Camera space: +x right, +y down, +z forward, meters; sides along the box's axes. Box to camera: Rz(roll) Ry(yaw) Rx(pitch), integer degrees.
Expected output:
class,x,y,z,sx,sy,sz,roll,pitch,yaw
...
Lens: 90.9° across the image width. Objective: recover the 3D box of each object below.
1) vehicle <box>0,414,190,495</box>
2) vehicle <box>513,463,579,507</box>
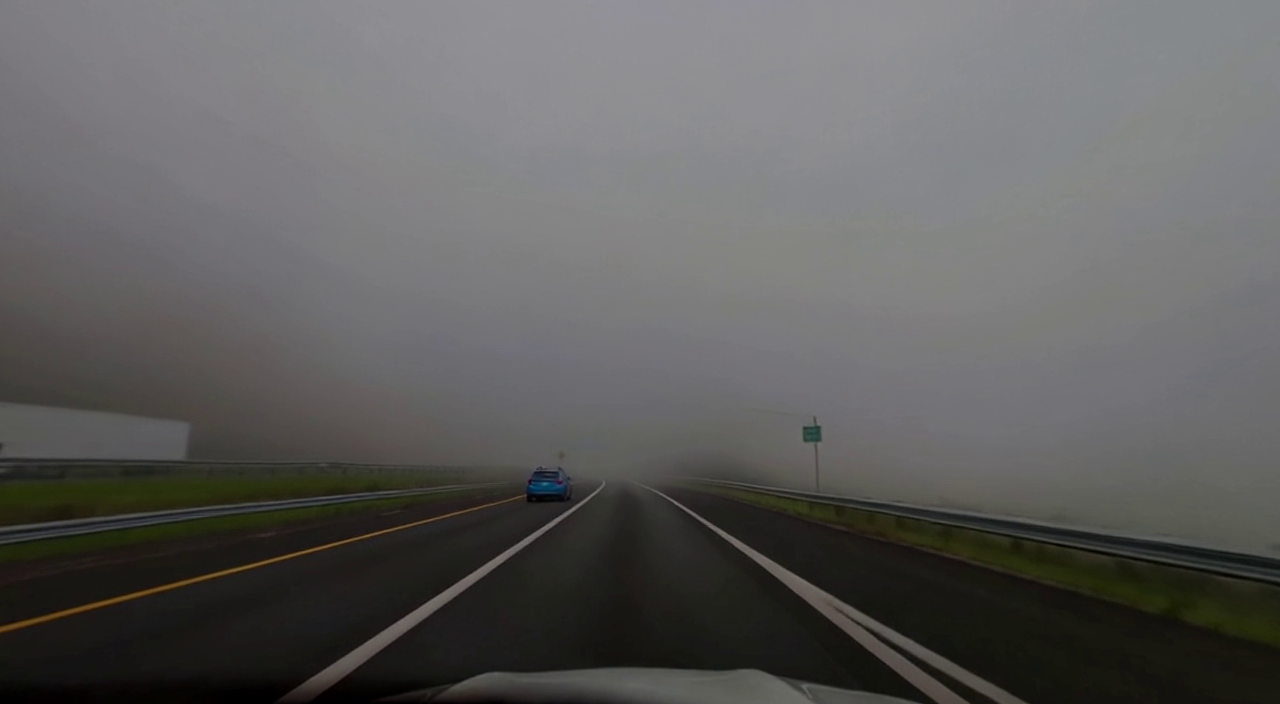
class,x,y,z,sx,sy,sz,roll,pitch,yaw
vehicle,-29.937,5.500,33.218,2.779,3.484,14.467,1,-11,-4
vehicle,-3.640,5.238,25.120,1.967,1.556,4.364,1,-10,0
